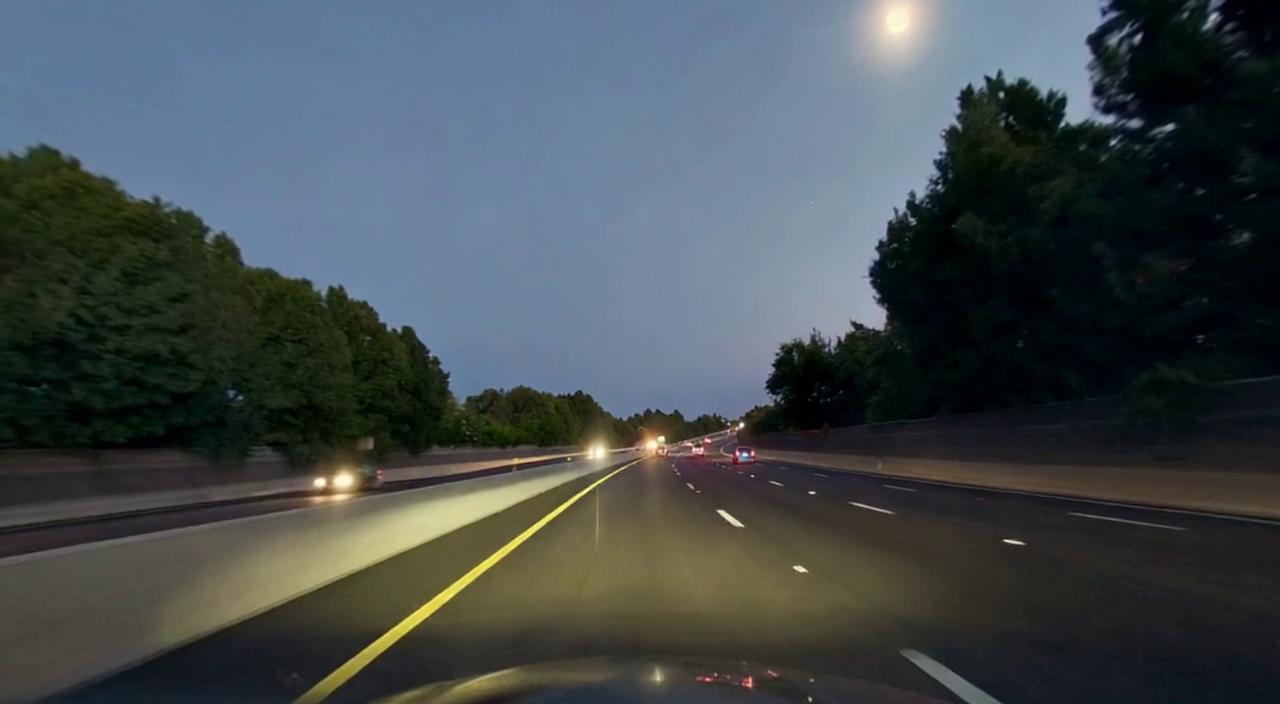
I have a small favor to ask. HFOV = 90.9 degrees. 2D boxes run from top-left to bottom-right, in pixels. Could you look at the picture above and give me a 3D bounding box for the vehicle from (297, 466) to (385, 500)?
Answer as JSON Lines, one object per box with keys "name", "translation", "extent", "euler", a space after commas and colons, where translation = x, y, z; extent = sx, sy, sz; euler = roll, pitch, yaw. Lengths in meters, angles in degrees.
{"name": "vehicle", "translation": [-15.120, 6.637, 32.212], "extent": [2.080, 1.464, 4.772], "euler": [-1, -9, 2]}
